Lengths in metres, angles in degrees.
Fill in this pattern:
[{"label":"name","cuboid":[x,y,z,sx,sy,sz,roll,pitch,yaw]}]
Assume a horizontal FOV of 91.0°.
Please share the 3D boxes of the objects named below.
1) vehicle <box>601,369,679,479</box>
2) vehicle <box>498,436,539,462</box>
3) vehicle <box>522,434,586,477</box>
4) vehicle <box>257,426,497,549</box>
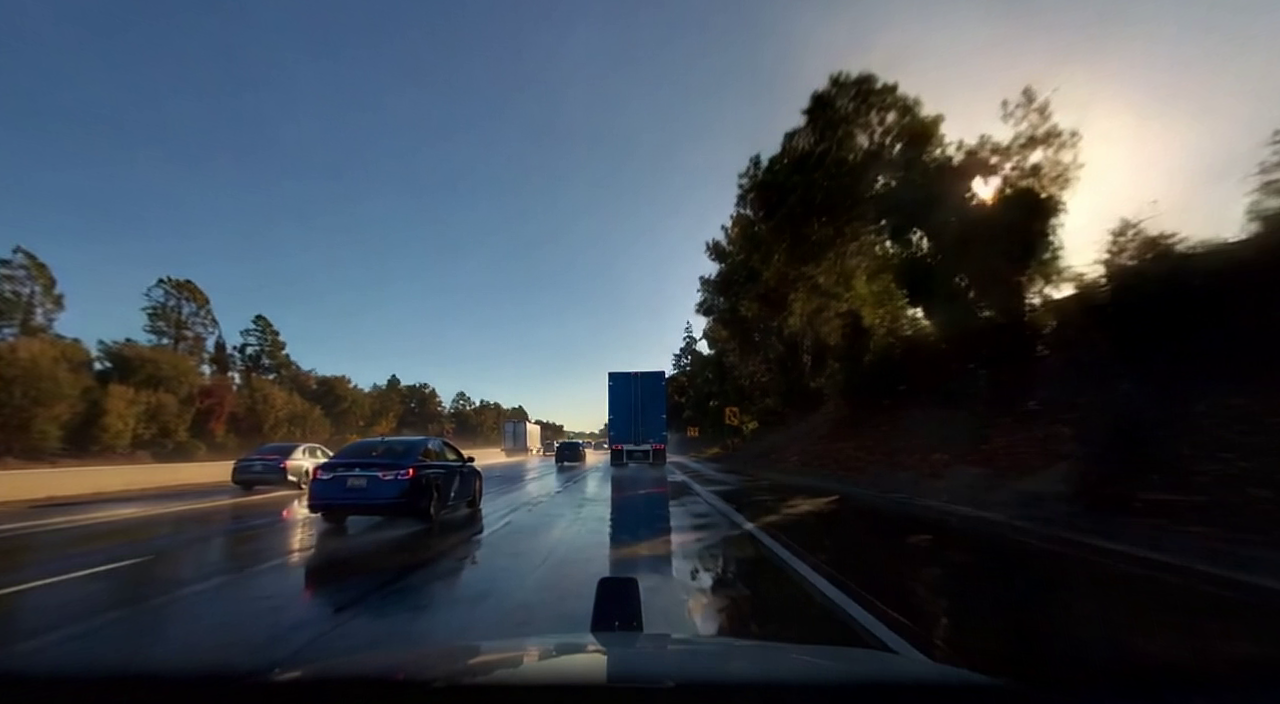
[{"label":"vehicle","cuboid":[-0.177,3.462,29.157,2.913,4.113,10.724,0,-8,-2]},{"label":"vehicle","cuboid":[-8.842,7.141,46.272,2.026,1.791,4.599,-1,-8,1]},{"label":"vehicle","cuboid":[-3.613,4.416,27.194,2.158,1.680,4.087,0,-8,0]},{"label":"vehicle","cuboid":[-3.900,2.058,10.277,2.164,1.582,3.979,0,-8,1]}]
